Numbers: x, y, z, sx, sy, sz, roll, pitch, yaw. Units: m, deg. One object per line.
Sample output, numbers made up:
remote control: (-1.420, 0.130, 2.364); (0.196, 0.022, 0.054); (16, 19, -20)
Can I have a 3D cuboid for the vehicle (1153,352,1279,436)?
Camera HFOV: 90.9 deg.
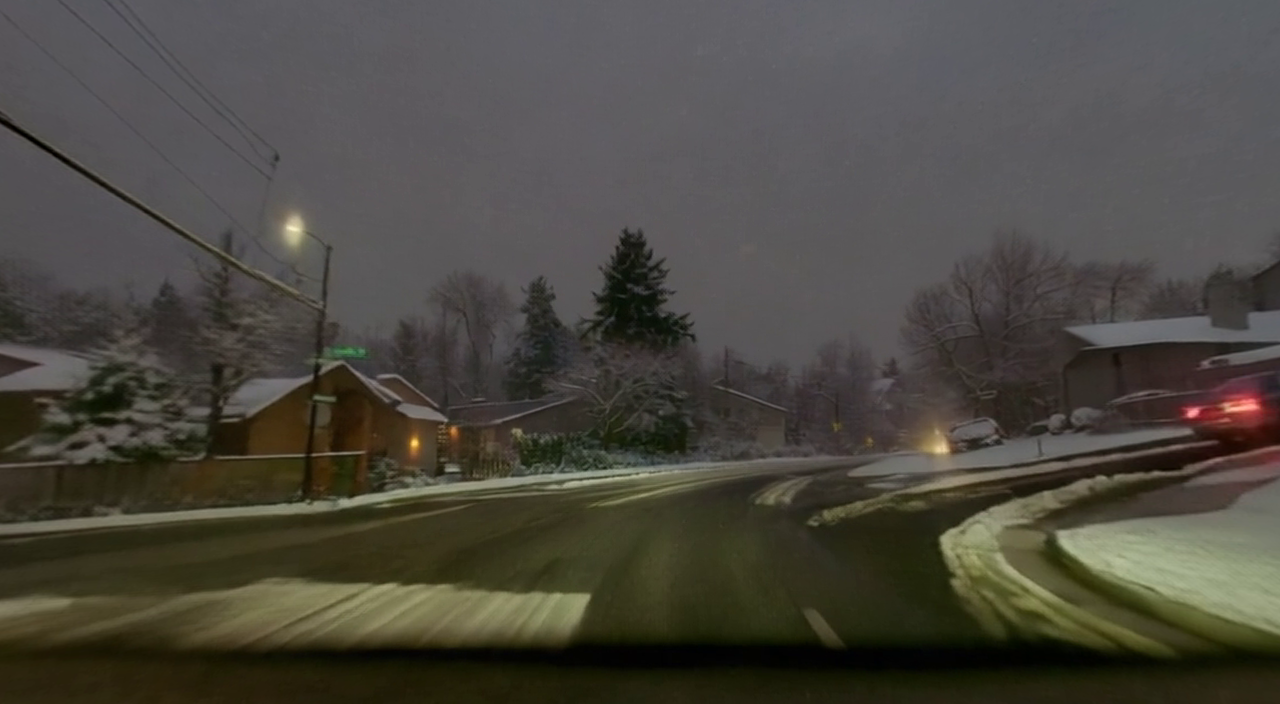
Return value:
vehicle: (15.017, 0.989, 14.207); (4.810, 1.732, 2.176); (-1, -8, 6)
